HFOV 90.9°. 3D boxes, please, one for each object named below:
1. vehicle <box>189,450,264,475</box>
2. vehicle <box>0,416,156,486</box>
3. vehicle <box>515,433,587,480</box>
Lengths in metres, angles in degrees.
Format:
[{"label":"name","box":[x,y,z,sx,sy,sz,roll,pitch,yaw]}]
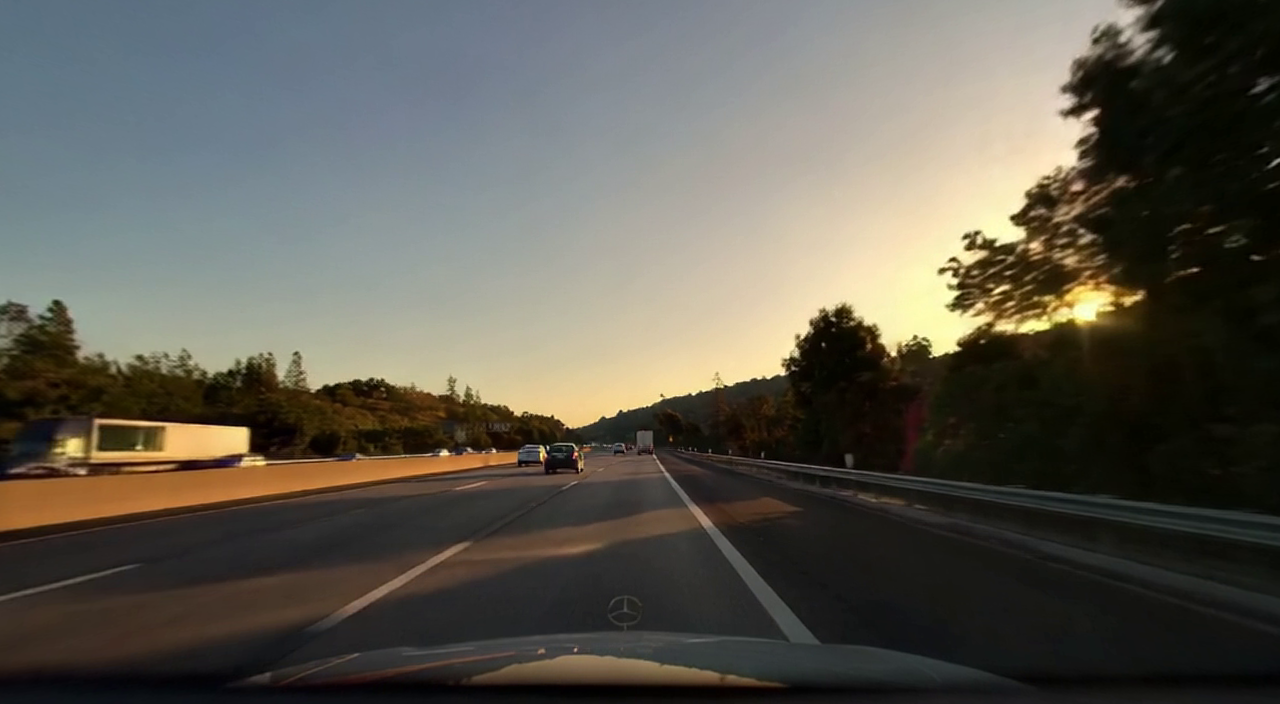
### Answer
[{"label":"vehicle","box":[-32.487,8.685,49.796,1.980,1.761,5.670,0,-9,1]},{"label":"vehicle","box":[-36.799,6.450,41.388,3.062,4.079,8.458,0,-9,1]},{"label":"vehicle","box":[-3.692,4.442,27.106,2.283,1.802,4.810,0,-9,1]}]
